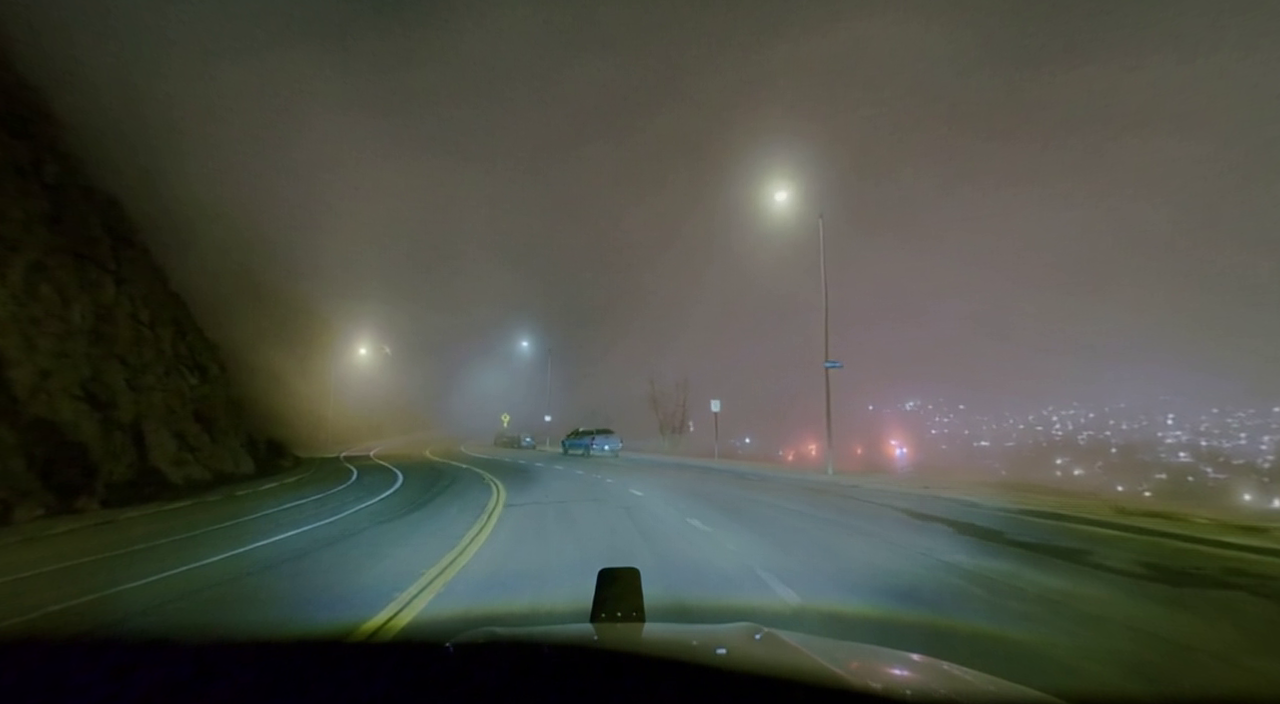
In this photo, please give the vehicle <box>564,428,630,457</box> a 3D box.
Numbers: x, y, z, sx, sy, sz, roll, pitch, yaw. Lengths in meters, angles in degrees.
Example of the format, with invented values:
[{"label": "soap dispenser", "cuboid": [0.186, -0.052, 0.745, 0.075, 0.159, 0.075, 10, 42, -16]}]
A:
[{"label": "vehicle", "cuboid": [-2.525, 5.517, 38.397, 2.064, 1.667, 4.453, -4, -9, 25]}]
